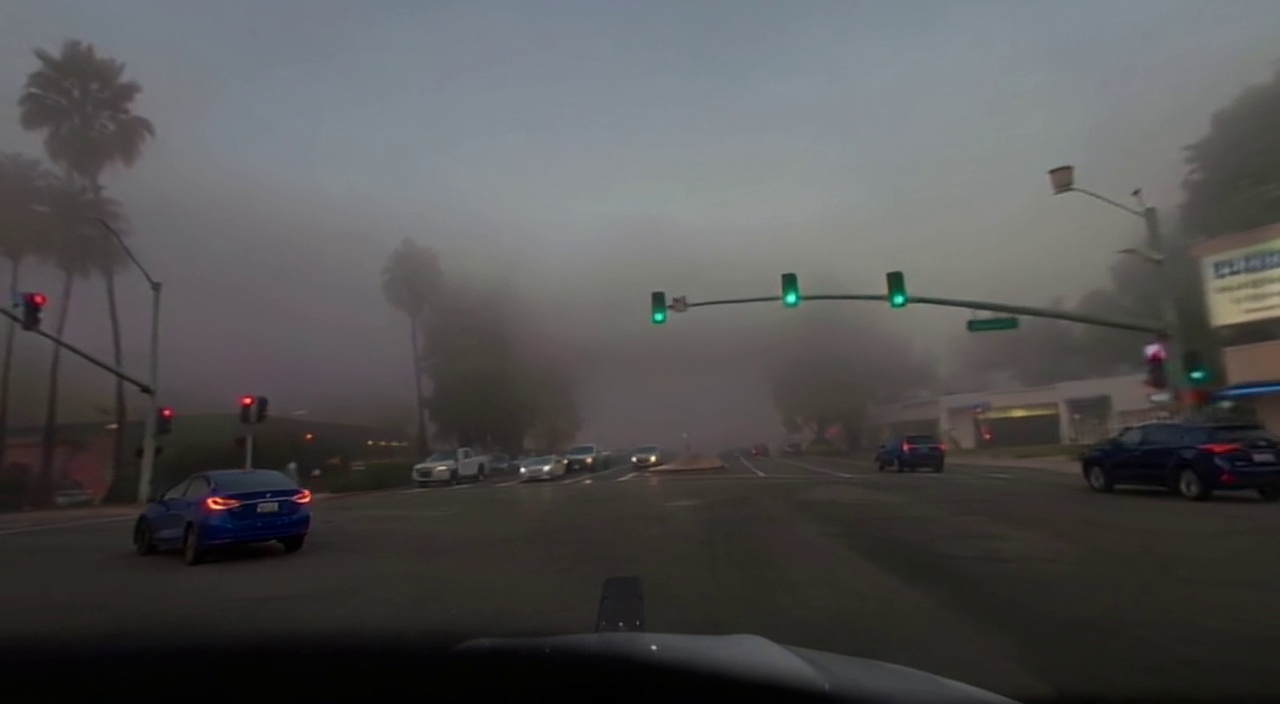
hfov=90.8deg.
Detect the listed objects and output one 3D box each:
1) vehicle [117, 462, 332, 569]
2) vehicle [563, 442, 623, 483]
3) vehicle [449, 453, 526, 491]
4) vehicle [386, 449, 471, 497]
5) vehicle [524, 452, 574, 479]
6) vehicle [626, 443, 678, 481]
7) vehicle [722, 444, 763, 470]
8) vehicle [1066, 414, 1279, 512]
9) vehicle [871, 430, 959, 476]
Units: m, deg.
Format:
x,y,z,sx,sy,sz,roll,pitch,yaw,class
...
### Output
x,y,z,sx,sy,sz,roll,pitch,yaw,class
-7.527,2.743,11.310,4.206,1.471,2.089,-9,-12,41,vehicle
-2.143,5.176,29.805,2.187,1.740,4.022,-2,-9,5,vehicle
-6.660,5.262,28.056,2.041,1.498,4.348,-2,-9,5,vehicle
-9.620,5.486,29.065,2.090,1.593,4.176,-6,-6,6,vehicle
-5.363,6.725,37.689,1.973,1.474,4.495,-2,-9,5,vehicle
0.652,5.099,29.558,2.041,1.473,4.221,-2,-7,6,vehicle
6.257,6.510,39.156,1.977,1.449,4.254,-1,-9,2,vehicle
11.991,2.390,13.882,2.199,1.773,4.568,-1,-9,3,vehicle
12.263,4.582,28.557,2.059,1.859,4.690,-1,-9,3,vehicle
